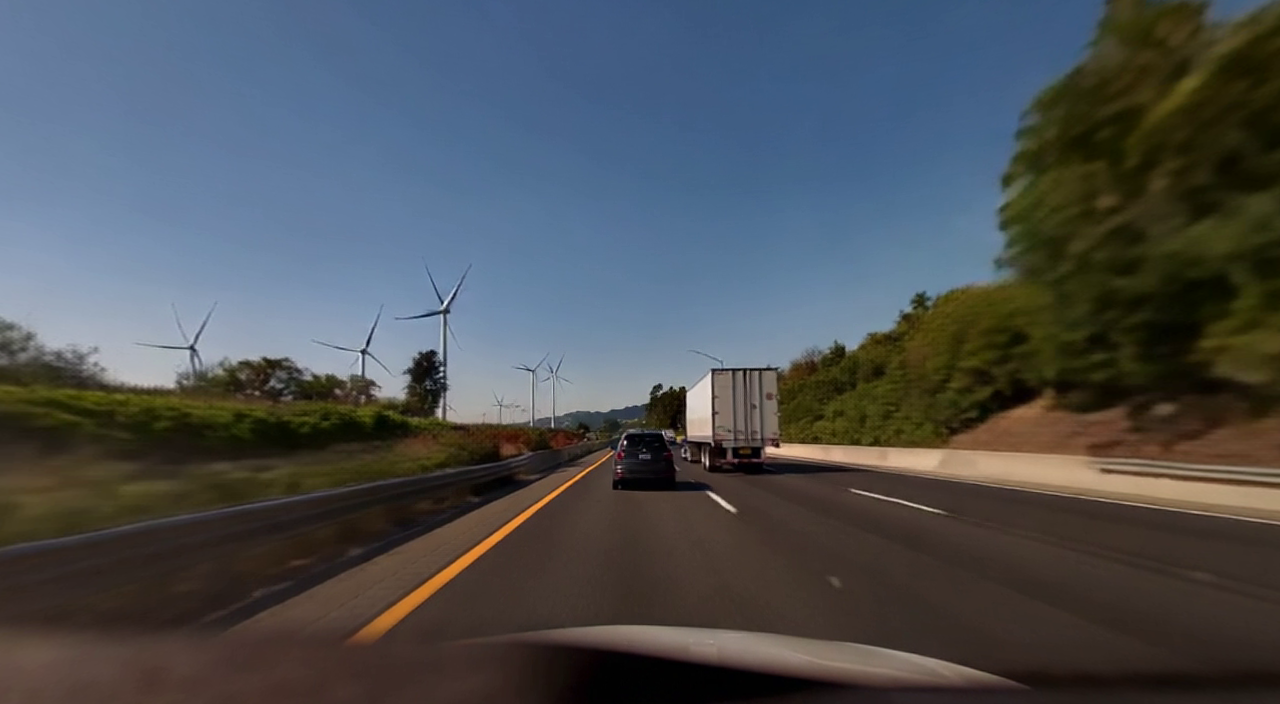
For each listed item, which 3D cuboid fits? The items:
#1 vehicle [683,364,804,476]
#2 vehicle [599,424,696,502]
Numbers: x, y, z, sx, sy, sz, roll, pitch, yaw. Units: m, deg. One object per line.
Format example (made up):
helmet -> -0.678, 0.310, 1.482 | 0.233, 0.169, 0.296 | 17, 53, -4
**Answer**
vehicle -> 4.309, 3.452, 30.588 | 3.129, 4.126, 14.913 | 0, -8, -1
vehicle -> 0.098, 2.616, 15.424 | 2.038, 1.624, 4.312 | 0, -8, -1
